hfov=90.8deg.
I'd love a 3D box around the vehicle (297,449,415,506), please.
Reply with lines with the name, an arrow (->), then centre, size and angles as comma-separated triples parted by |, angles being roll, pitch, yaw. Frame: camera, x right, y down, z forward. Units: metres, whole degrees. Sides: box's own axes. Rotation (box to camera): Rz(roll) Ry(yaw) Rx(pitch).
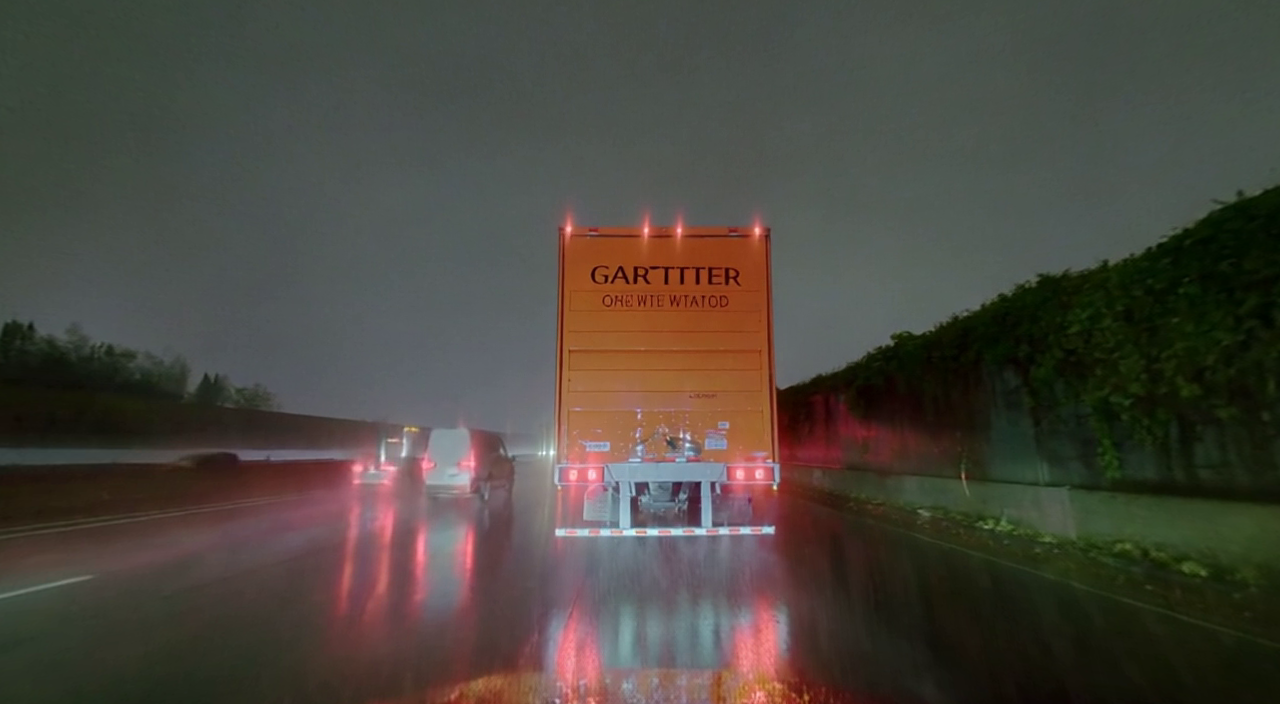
vehicle -> -8.201, 3.621, 18.550 | 1.828, 1.502, 3.385 | 0, -9, 1

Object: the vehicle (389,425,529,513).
vehicle -> -4.631, 3.102, 17.105 | 2.293, 2.015, 4.915 | 0, -9, 0

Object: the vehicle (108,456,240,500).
vehicle -> -17.673, 4.764, 24.237 | 1.883, 1.463, 4.199 | 0, -9, -1

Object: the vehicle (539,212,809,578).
vehicle -> 0.461, 1.220, 12.207 | 2.853, 4.054, 10.557 | 0, -9, 1
